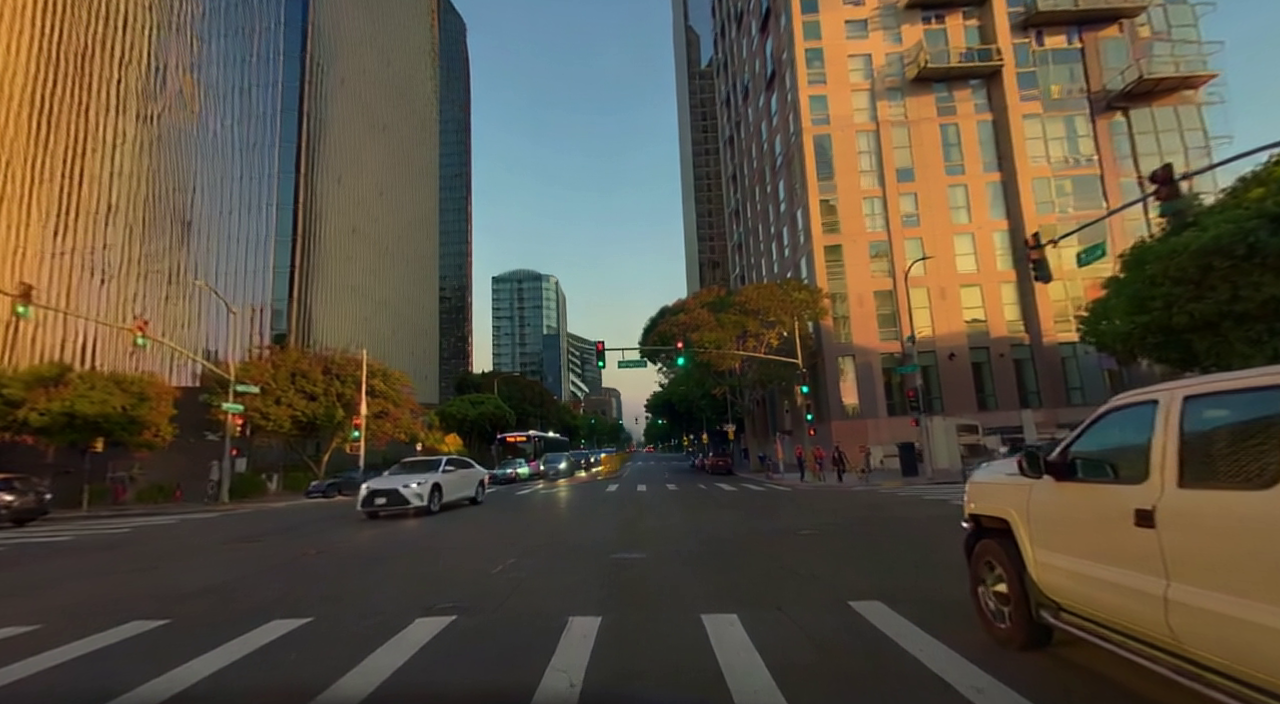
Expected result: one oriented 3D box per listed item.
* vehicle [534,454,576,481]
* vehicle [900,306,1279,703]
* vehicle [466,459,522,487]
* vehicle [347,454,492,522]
[{"bbox_3d":[-5.407,7.422,40.707,1.997,1.610,4.144,0,-9,2],"label":"vehicle"},{"bbox_3d":[3.296,0.852,2.707,2.118,1.848,5.426,0,-9,1],"label":"vehicle"},{"bbox_3d":[-8.950,7.440,39.046,2.003,1.489,4.656,-1,-9,4],"label":"vehicle"},{"bbox_3d":[-5.532,3.449,16.637,1.956,1.457,4.958,0,-9,1],"label":"vehicle"}]
